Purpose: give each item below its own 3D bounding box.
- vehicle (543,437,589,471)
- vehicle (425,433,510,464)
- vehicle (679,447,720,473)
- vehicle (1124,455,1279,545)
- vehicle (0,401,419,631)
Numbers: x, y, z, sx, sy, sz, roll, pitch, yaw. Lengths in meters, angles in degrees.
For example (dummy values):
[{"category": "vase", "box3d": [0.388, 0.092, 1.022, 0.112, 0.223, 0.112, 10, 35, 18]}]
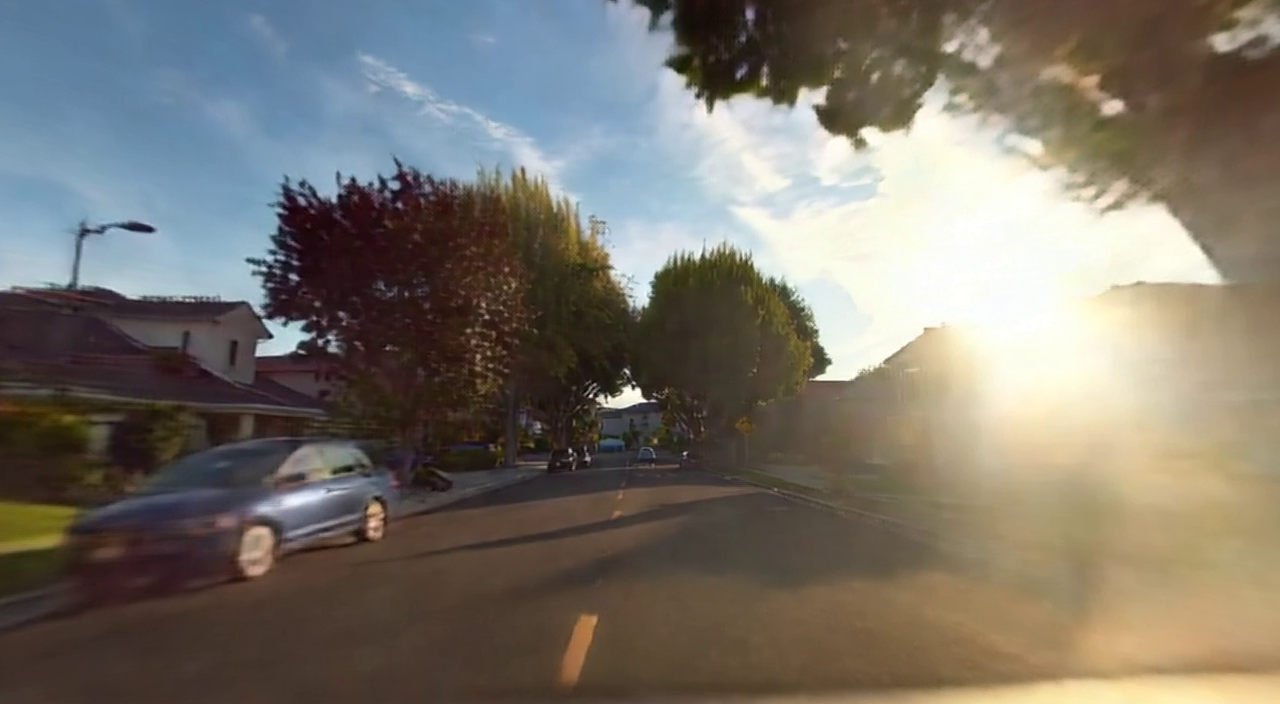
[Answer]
[{"category": "vehicle", "box3d": [-4.562, 6.472, 39.725, 2.155, 1.907, 5.100, -3, -11, 1]}, {"category": "vehicle", "box3d": [-11.937, 6.717, 43.982, 5.234, 2.076, 2.197, 0, -8, 2]}, {"category": "vehicle", "box3d": [3.783, 6.919, 40.848, 2.047, 1.532, 4.350, 0, -8, -2]}, {"category": "vehicle", "box3d": [12.192, 2.953, 13.221, 4.242, 1.503, 1.922, 6, -10, -34]}, {"category": "vehicle", "box3d": [-4.508, 1.680, 7.525, 2.093, 1.810, 4.555, -2, -8, 1]}]
